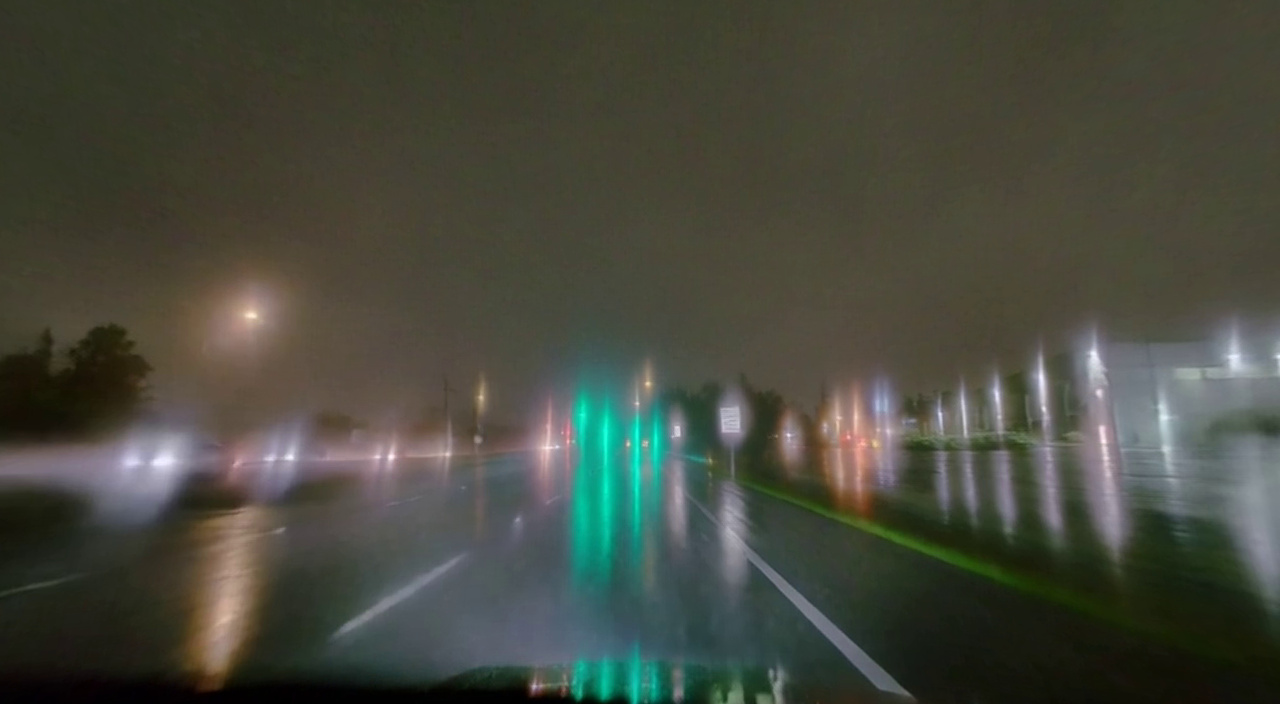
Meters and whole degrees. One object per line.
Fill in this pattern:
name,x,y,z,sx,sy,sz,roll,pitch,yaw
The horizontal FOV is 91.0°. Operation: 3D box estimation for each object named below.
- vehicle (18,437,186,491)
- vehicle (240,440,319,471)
vehicle,-19.396,4.039,23.066,2.064,1.750,4.641,0,-9,-1
vehicle,-23.160,6.668,40.674,2.105,1.887,4.821,0,-9,1
